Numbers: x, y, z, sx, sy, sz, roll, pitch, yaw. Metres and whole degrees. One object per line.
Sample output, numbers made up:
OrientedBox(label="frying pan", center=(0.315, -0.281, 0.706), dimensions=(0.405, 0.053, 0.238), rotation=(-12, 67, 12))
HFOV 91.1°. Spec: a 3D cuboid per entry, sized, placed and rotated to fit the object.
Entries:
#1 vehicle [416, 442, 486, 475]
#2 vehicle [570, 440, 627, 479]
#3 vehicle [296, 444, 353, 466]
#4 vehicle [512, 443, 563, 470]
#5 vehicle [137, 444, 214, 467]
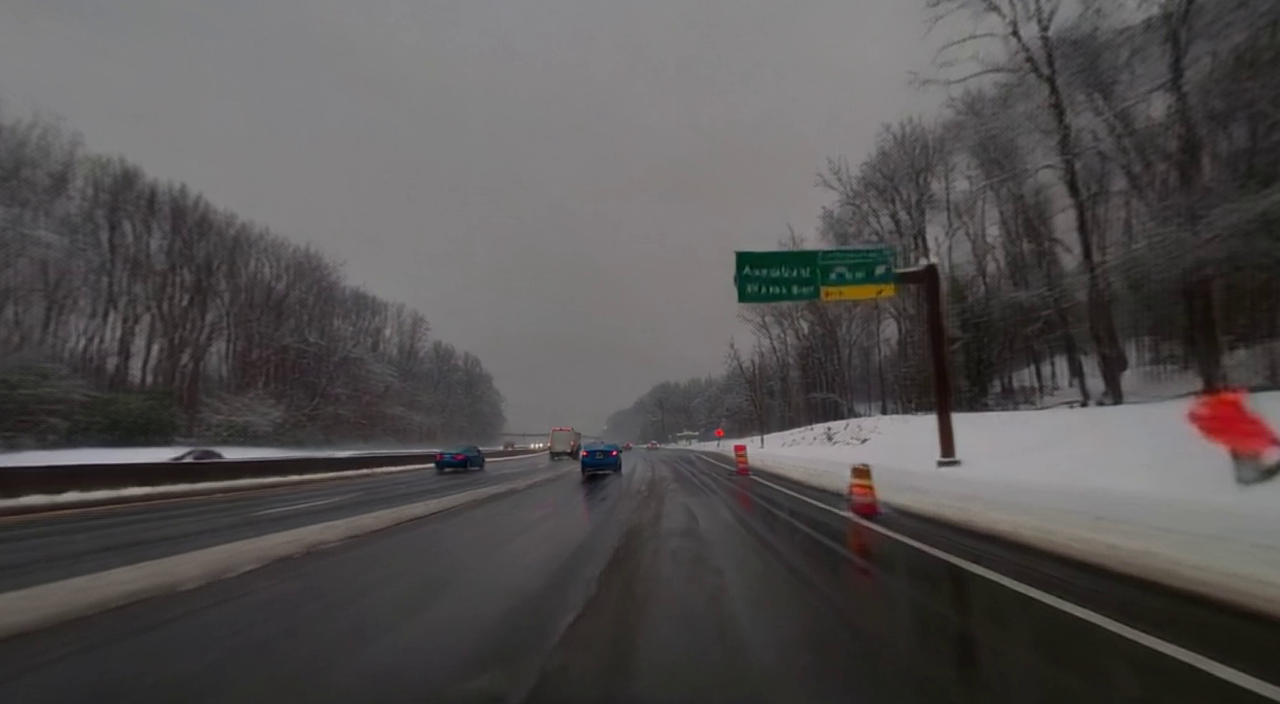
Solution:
OrientedBox(label="vehicle", center=(-9.230, 5.201, 31.076), dimensions=(1.946, 1.472, 4.472), rotation=(0, -8, 2))
OrientedBox(label="vehicle", center=(-1.656, 4.526, 26.801), dimensions=(1.963, 1.462, 4.681), rotation=(0, -8, 2))
OrientedBox(label="vehicle", center=(-22.837, 7.458, 45.626), dimensions=(1.827, 1.470, 4.274), rotation=(0, -8, 1))
OrientedBox(label="vehicle", center=(-5.739, 5.887, 35.715), dimensions=(1.951, 1.439, 4.633), rotation=(0, -8, 2))
OrientedBox(label="vehicle", center=(-32.967, 7.338, 44.709), dimensions=(1.846, 1.459, 4.832), rotation=(0, -8, -1))
